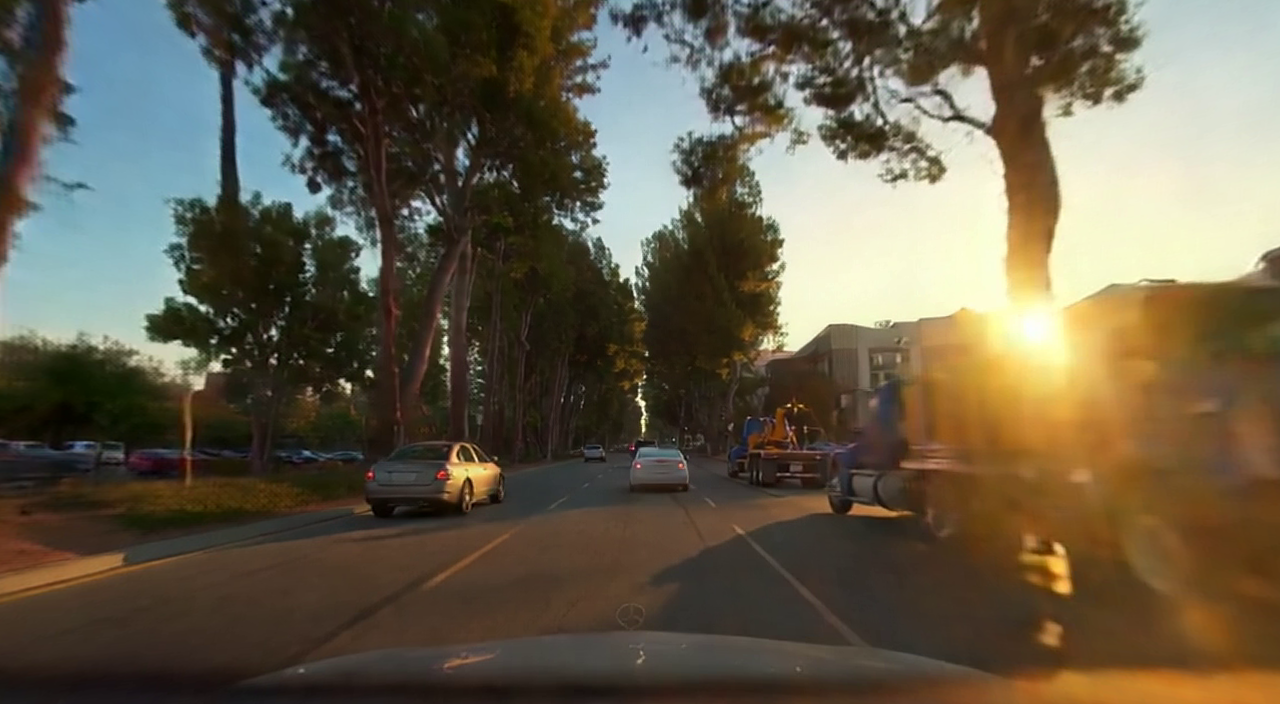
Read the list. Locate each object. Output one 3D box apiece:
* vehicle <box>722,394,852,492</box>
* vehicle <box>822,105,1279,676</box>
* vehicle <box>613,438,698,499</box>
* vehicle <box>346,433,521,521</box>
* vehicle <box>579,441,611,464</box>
[{"bbox_3d":[5.533,3.685,25.691,3.089,3.258,8.841,0,-8,0],"label":"vehicle"},{"bbox_3d":[5.595,0.966,8.958,2.867,3.600,11.047,0,-8,1],"label":"vehicle"},{"bbox_3d":[0.386,3.164,17.527,2.086,1.466,4.026,0,-8,0],"label":"vehicle"},{"bbox_3d":[-4.064,2.540,13.415,2.003,1.507,4.808,0,-8,1],"label":"vehicle"},{"bbox_3d":[-3.472,7.789,48.971,2.062,1.641,4.193,0,-8,2],"label":"vehicle"}]
